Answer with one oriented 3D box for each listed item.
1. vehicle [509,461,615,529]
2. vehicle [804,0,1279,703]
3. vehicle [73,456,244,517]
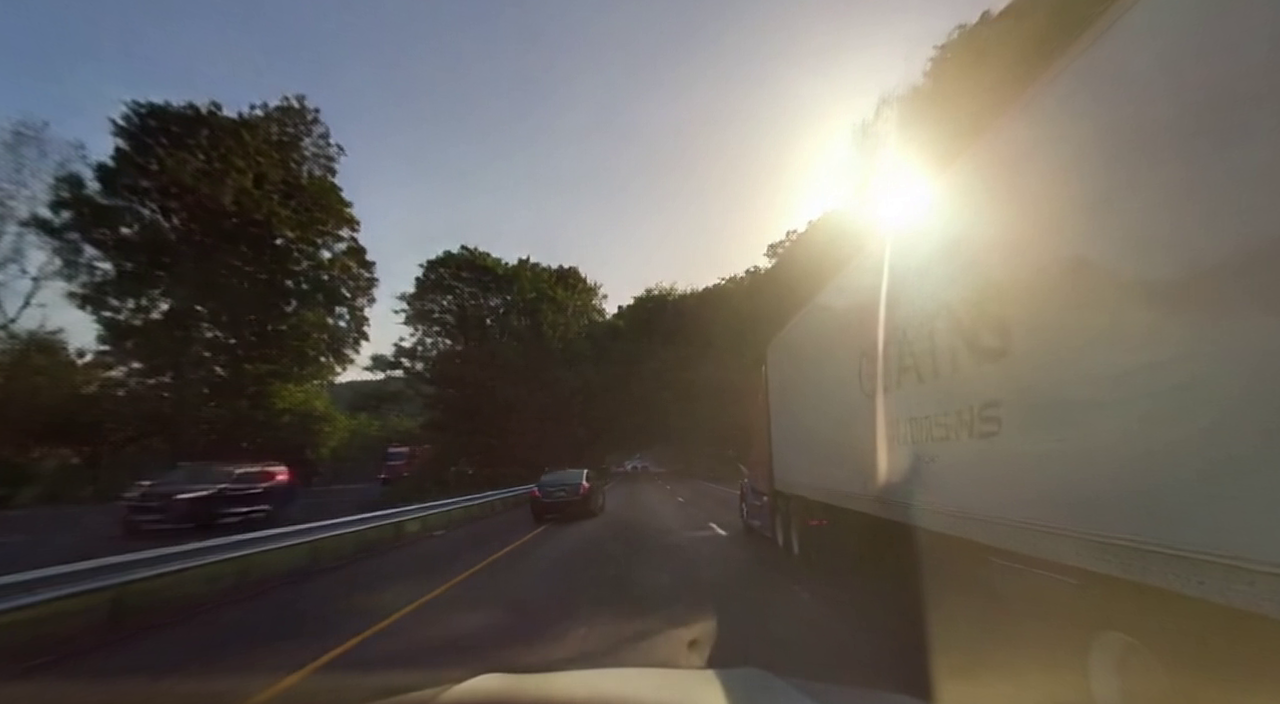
[{"bbox_3d":[-1.734,3.392,15.346,2.032,1.407,3.641,0,-10,1],"label":"vehicle"},{"bbox_3d":[3.833,0.097,3.299,2.871,4.032,10.642,1,-10,-1],"label":"vehicle"},{"bbox_3d":[-16.213,4.553,21.658,2.045,1.809,4.762,1,-10,0],"label":"vehicle"}]
